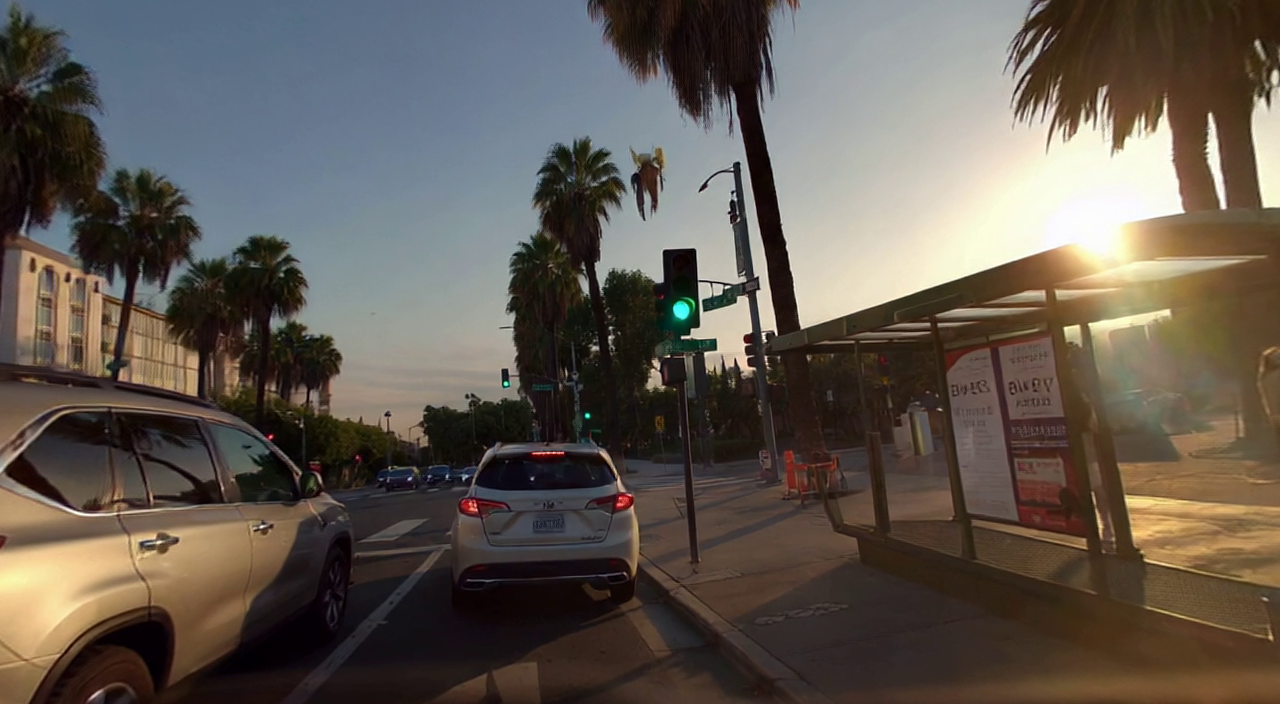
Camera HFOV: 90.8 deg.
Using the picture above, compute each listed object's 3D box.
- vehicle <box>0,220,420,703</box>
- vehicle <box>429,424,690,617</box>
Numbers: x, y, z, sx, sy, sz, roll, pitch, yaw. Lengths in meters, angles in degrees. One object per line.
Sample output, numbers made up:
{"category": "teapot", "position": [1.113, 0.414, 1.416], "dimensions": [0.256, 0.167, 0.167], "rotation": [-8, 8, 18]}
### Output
{"category": "vehicle", "position": [-2.764, 0.911, 3.258], "dimensions": [2.098, 1.851, 4.571], "rotation": [1, -9, -7]}
{"category": "vehicle", "position": [-1.019, 1.645, 7.222], "dimensions": [2.065, 1.467, 4.289], "rotation": [2, -9, -11]}
